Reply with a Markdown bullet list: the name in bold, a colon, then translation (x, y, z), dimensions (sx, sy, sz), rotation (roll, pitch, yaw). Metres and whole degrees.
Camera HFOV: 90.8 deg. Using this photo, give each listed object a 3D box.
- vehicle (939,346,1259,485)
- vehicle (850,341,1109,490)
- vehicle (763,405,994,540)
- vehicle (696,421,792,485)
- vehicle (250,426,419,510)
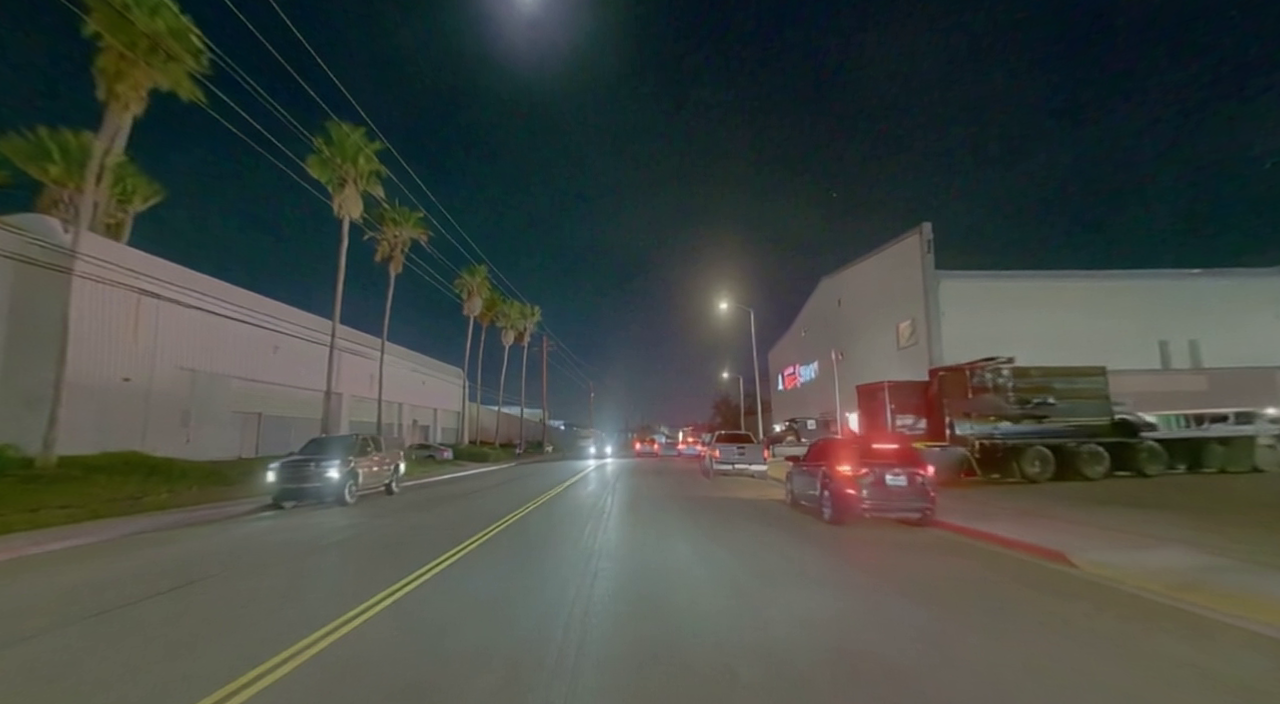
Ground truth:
- **vehicle**: translation (11.464, 1.913, 17.115), dimensions (2.840, 2.807, 7.405), rotation (-3, -9, -1)
- **vehicle**: translation (8.074, 1.776, 16.381), dimensions (2.993, 3.033, 6.781), rotation (-1, -8, 1)
- **vehicle**: translation (3.701, 1.975, 10.995), dimensions (2.098, 1.816, 4.709), rotation (0, -8, -1)
- **vehicle**: translation (3.524, 3.587, 22.818), dimensions (2.345, 1.969, 6.070), rotation (0, -8, -1)
- **vehicle**: translation (-8.093, 3.103, 17.476), dimensions (2.105, 1.836, 5.338), rotation (-2, -8, -1)
